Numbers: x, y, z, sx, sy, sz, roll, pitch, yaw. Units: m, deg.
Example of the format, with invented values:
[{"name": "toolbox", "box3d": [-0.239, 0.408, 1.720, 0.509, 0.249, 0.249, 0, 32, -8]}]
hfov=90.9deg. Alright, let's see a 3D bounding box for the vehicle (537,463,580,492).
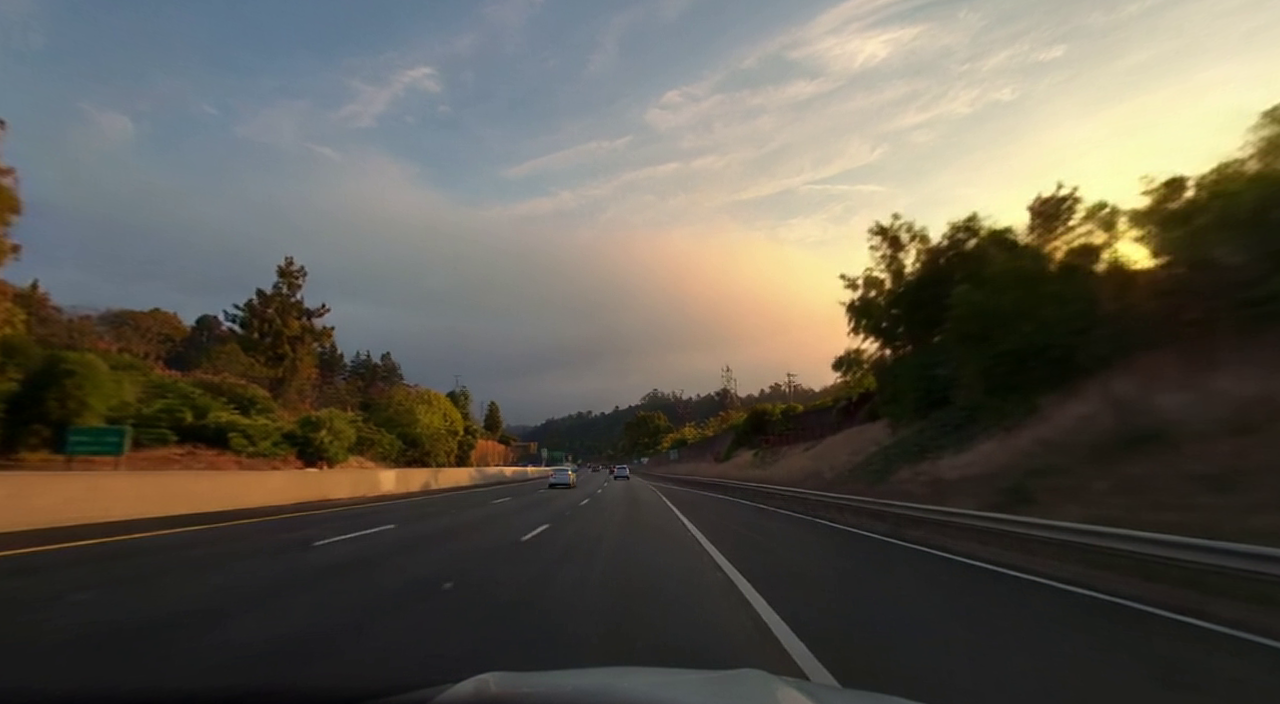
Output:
[{"name": "vehicle", "box3d": [-4.885, 7.607, 38.338, 2.039, 1.605, 4.365, 1, -10, 0]}]
